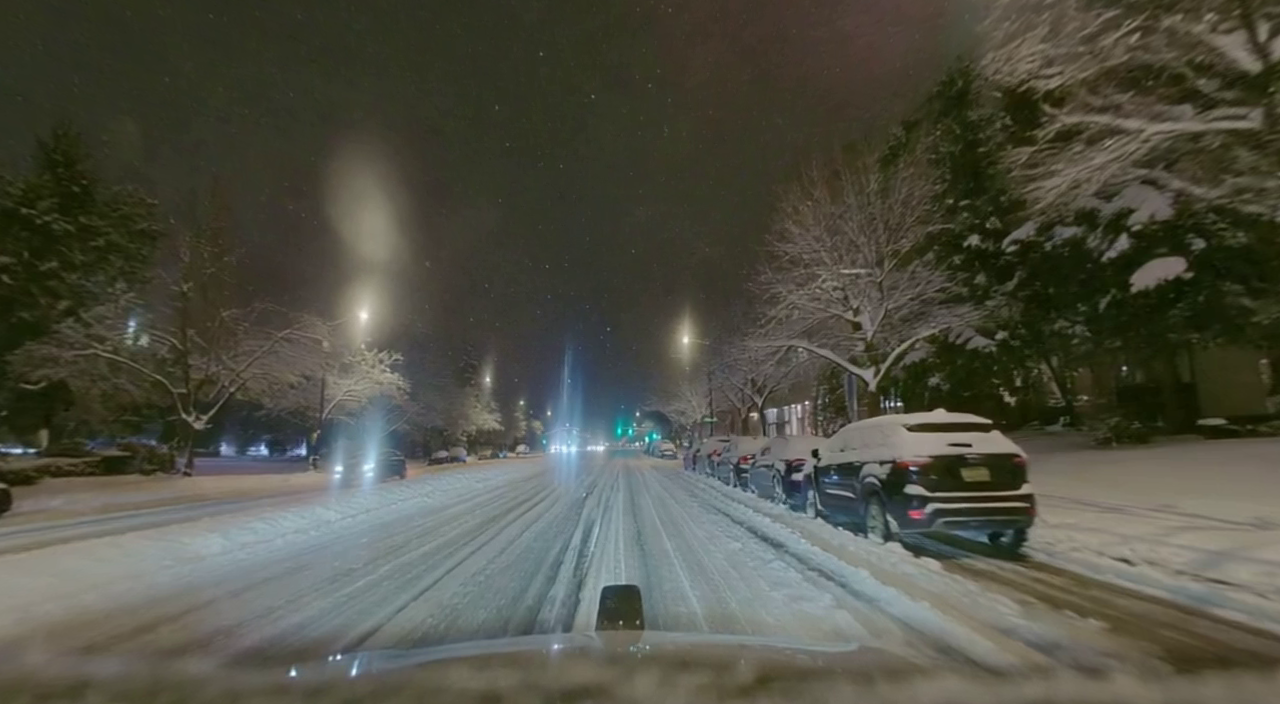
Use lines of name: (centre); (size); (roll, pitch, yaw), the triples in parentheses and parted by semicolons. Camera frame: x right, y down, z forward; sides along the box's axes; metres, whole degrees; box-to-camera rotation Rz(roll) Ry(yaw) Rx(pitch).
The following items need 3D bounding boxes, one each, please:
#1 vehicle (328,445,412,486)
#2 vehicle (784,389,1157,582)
vehicle: (-11.855, 4.975, 28.124); (1.950, 1.629, 4.333); (0, -8, -2)
vehicle: (3.841, 1.678, 8.852); (2.129, 1.853, 5.275); (0, -8, -3)
